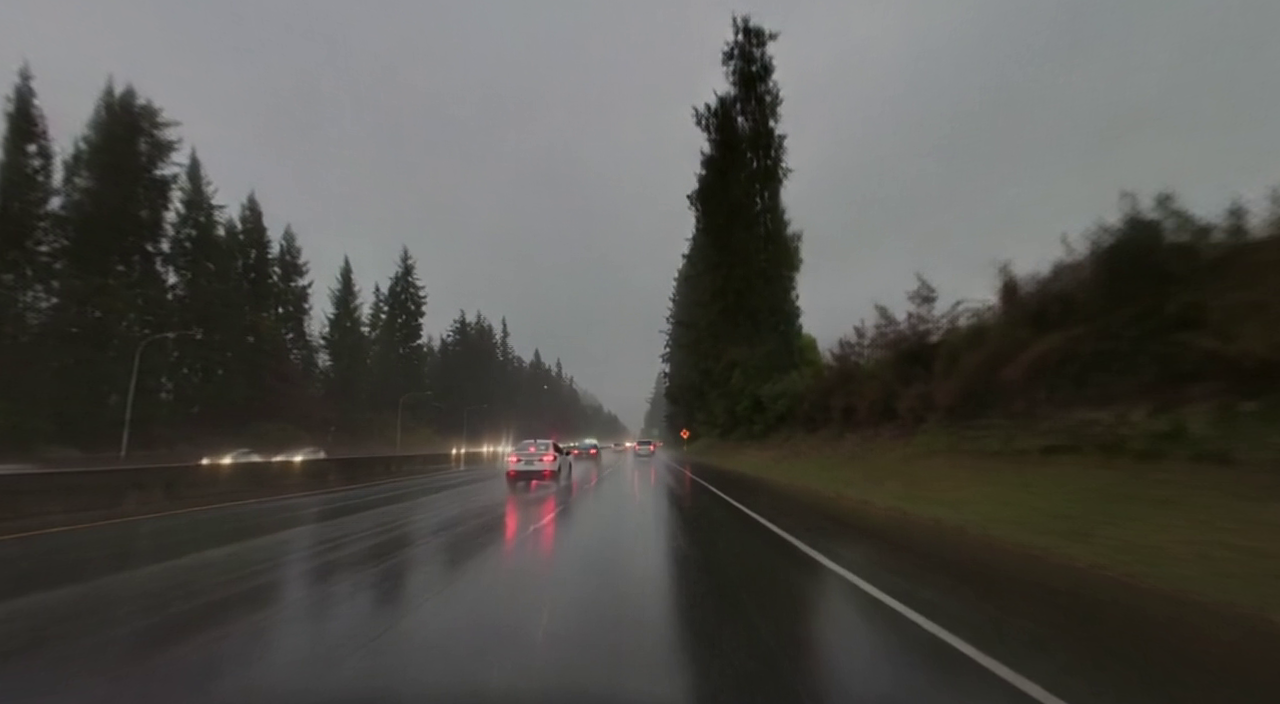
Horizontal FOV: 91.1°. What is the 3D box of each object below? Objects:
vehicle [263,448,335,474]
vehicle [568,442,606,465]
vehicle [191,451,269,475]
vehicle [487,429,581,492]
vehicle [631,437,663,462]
[{"bbox_3d":[-20.988,6.708,38.859,1.797,1.472,4.619,0,-8,1],"label":"vehicle"},{"bbox_3d":[-3.428,6.668,41.479,2.055,1.431,3.921,0,-8,1],"label":"vehicle"},{"bbox_3d":[-27.604,7.452,42.500,1.872,1.481,4.867,0,-8,2],"label":"vehicle"},{"bbox_3d":[-3.099,3.280,19.306,2.056,1.679,4.204,0,-8,1],"label":"vehicle"},{"bbox_3d":[0.499,7.201,46.477,2.285,1.797,4.478,0,-8,0],"label":"vehicle"}]
